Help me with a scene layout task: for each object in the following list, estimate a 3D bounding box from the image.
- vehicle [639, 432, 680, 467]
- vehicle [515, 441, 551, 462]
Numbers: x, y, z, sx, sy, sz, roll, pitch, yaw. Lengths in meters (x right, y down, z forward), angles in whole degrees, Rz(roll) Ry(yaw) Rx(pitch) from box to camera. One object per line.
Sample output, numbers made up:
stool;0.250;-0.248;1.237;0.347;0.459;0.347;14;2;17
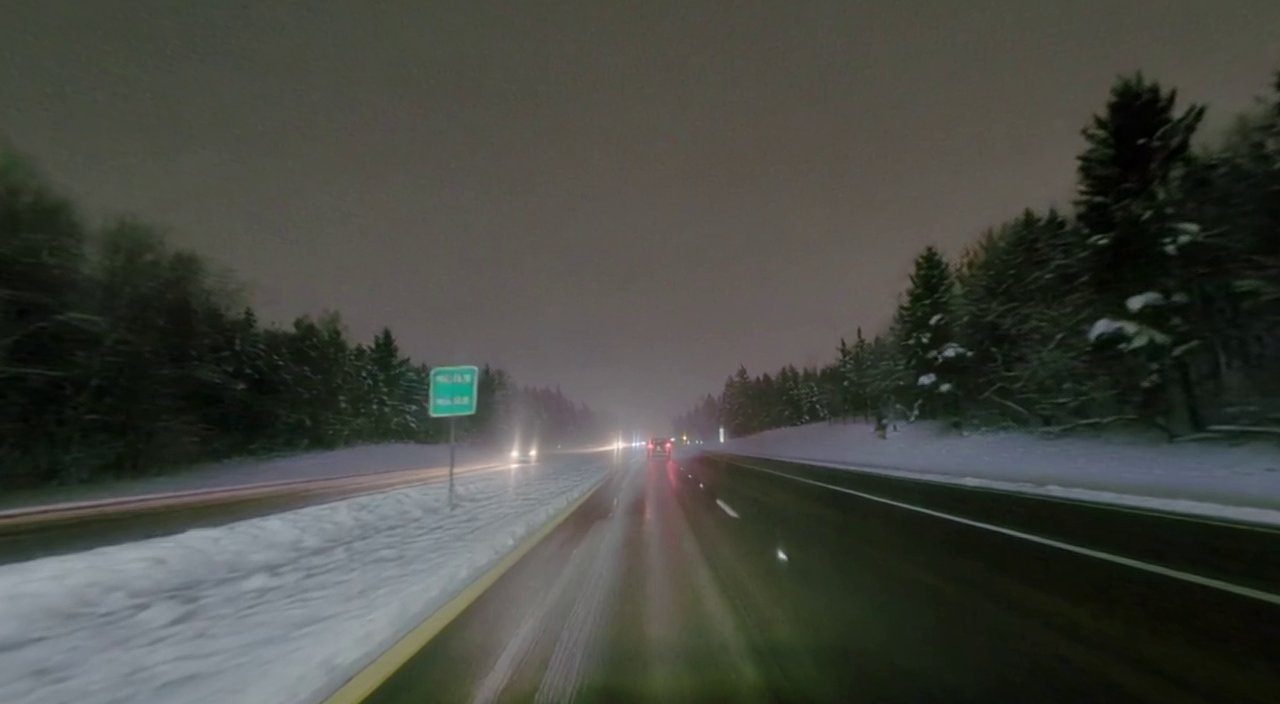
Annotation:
vehicle;1.202;5.934;38.462;2.301;1.944;4.554;-1;-8;2
vehicle;-7.905;7.357;46.655;1.865;1.485;3.974;0;-8;2
